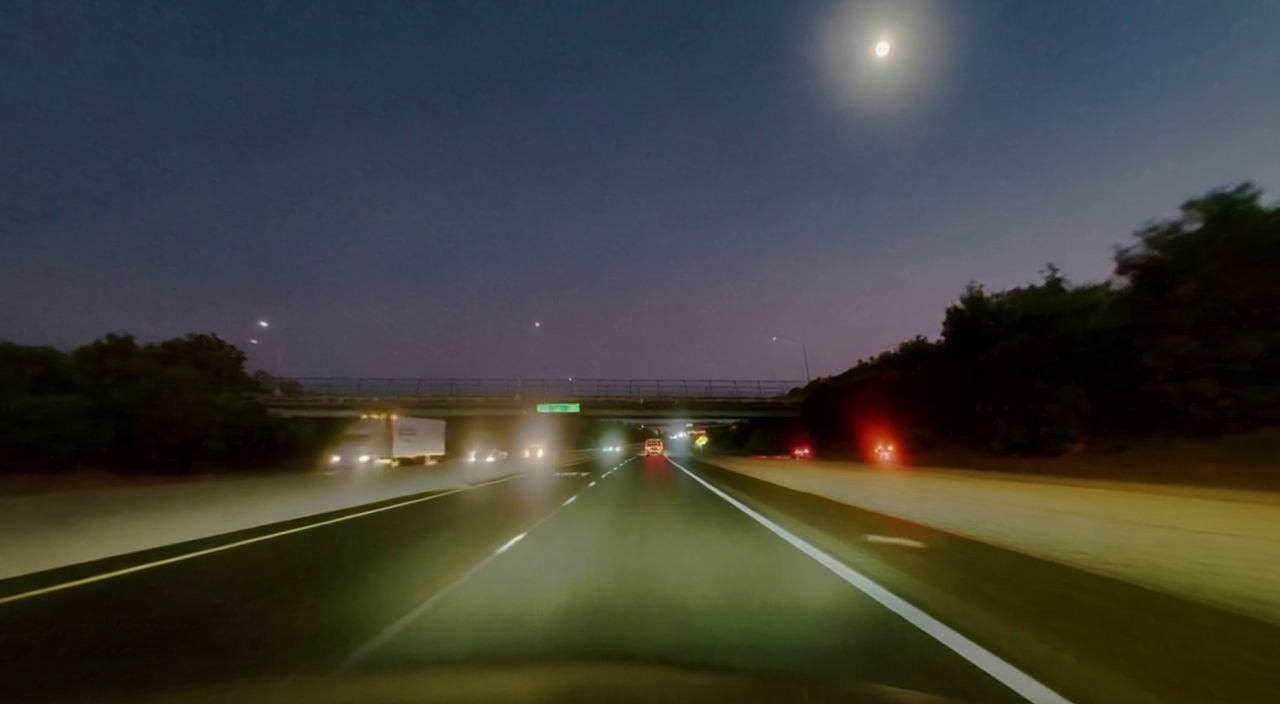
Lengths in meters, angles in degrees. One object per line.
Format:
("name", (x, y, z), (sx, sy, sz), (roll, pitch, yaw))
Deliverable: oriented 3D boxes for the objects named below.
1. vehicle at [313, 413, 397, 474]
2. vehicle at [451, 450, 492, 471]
("vehicle", (-20.060, 6.569, 44.881), (3.007, 4.007, 5.965), (0, -9, 1))
("vehicle", (-12.506, 8.092, 47.096), (1.897, 1.461, 4.172), (0, -9, 1))
